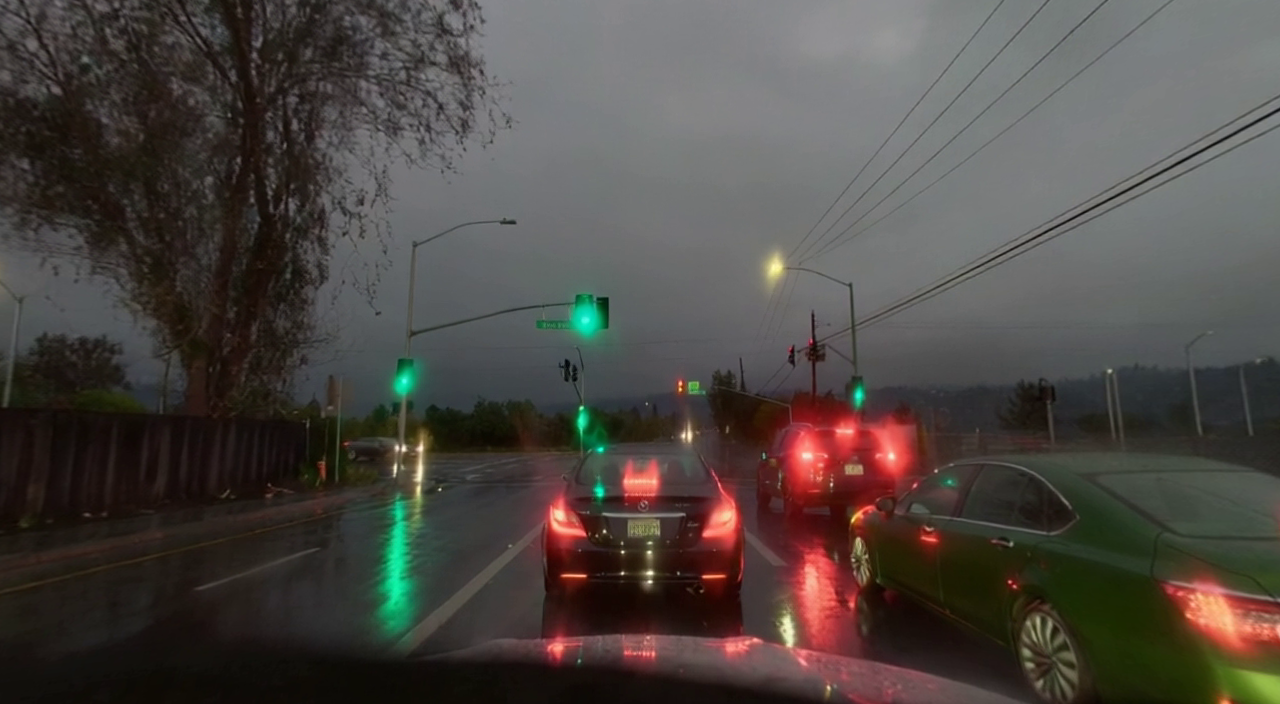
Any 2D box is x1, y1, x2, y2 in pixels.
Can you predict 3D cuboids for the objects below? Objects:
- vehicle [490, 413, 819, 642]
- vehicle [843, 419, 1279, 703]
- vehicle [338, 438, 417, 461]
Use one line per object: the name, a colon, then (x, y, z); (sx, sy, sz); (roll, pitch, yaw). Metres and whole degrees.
vehicle: (0.067, 1.485, 6.427); (2.170, 1.497, 4.369); (0, -8, -1)
vehicle: (3.086, 1.247, 4.138); (2.027, 1.432, 4.431); (0, -8, 0)
vehicle: (-17.233, 6.404, 41.461); (4.406, 1.458, 1.892); (-1, -8, 7)
